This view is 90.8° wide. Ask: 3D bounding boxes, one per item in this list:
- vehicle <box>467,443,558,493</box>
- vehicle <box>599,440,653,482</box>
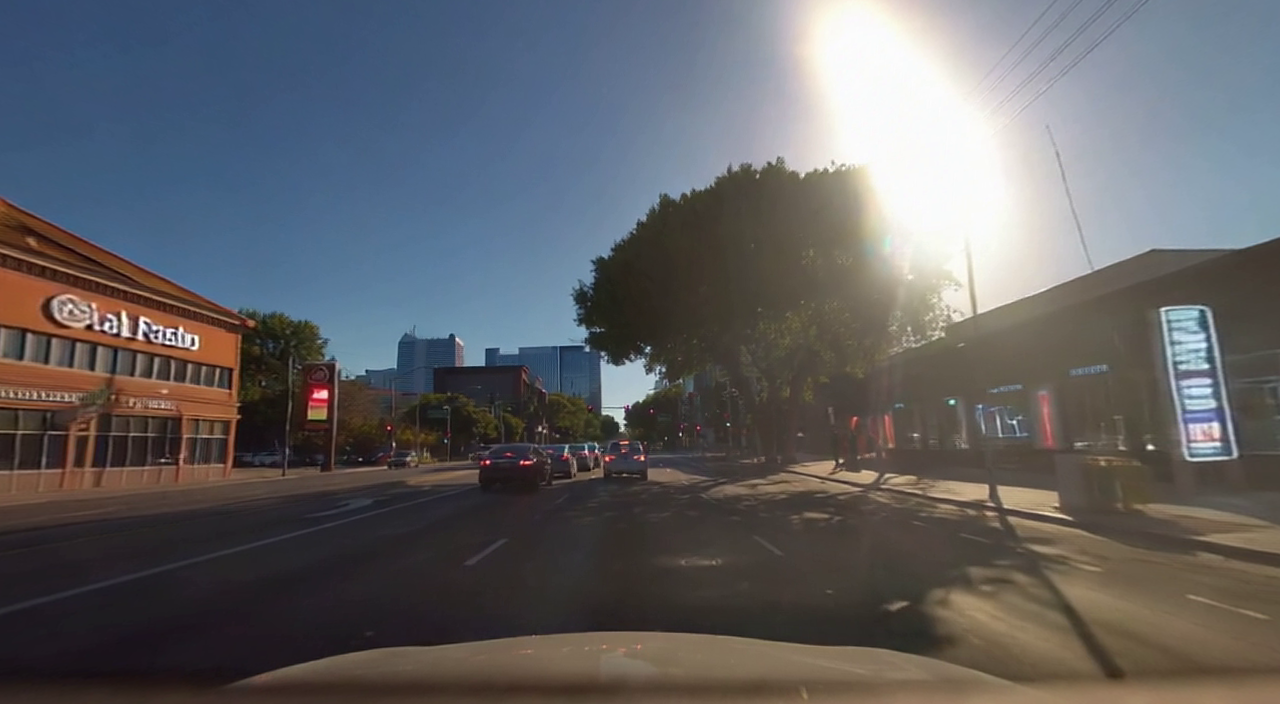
[{"bbox_3d":[-4.080,3.780,20.996,2.020,1.457,4.496,0,-9,1],"label":"vehicle"},{"bbox_3d":[-0.529,4.422,25.883,2.042,1.555,3.912,0,-9,0],"label":"vehicle"}]
